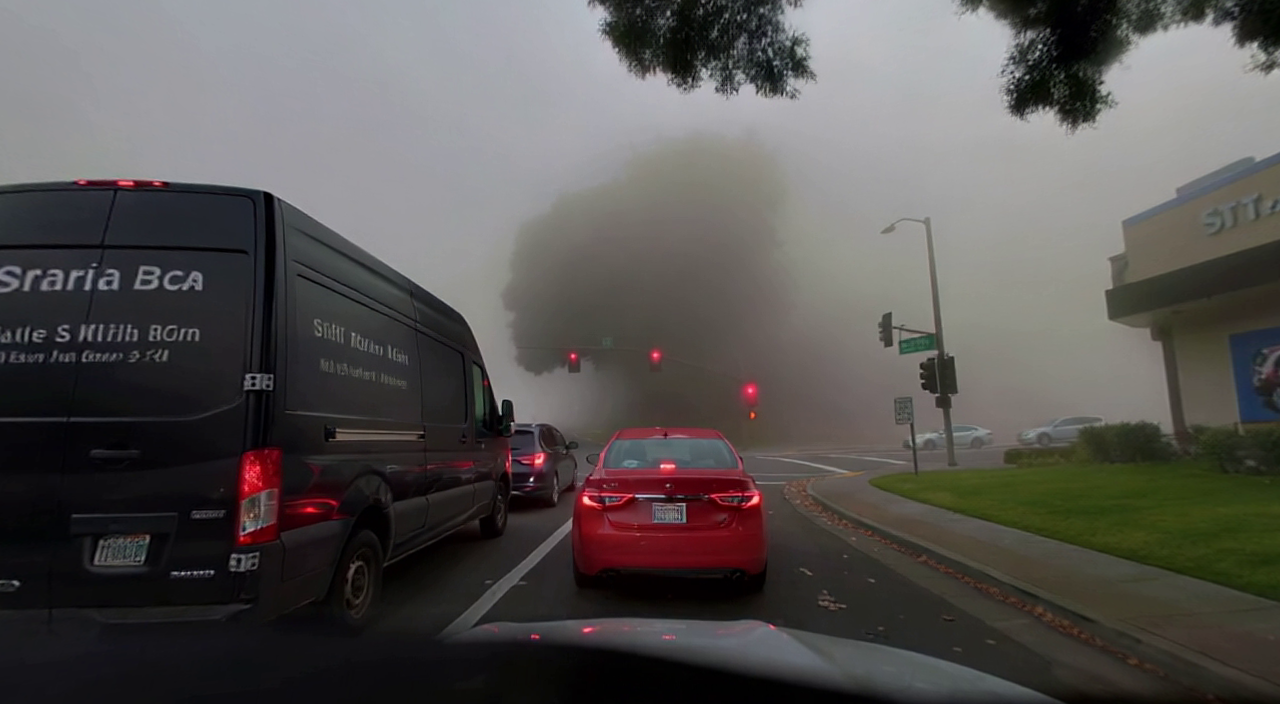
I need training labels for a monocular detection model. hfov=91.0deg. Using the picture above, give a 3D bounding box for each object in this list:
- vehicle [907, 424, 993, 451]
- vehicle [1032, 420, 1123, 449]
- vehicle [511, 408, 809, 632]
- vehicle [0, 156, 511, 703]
[{"bbox_3d":[21.928,6.096,44.575,5.021,1.848,2.210,1,-9,-9],"label":"vehicle"},{"bbox_3d":[32.050,6.079,46.167,5.084,2.041,2.360,2,-9,-10],"label":"vehicle"},{"bbox_3d":[0.301,1.666,7.299,2.398,1.773,4.254,-1,-8,4],"label":"vehicle"},{"bbox_3d":[-3.131,0.908,5.850,2.555,3.035,5.702,0,-8,1],"label":"vehicle"}]
